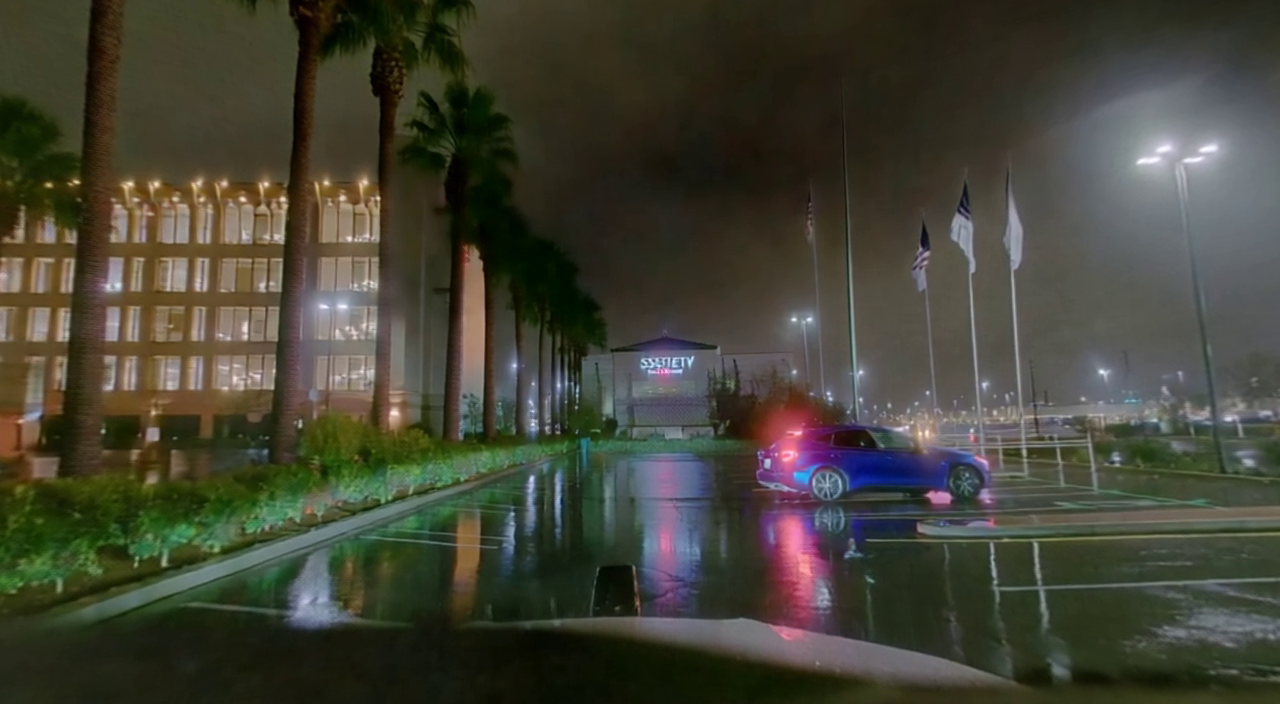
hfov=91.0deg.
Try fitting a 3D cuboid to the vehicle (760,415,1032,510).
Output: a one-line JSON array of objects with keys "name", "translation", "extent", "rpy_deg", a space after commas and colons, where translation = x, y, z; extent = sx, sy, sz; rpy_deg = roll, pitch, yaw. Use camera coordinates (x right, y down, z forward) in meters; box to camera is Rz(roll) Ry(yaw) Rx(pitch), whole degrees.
[{"name": "vehicle", "translation": [4.878, 2.176, 12.566], "extent": [4.567, 1.723, 1.926], "rpy_deg": [0, -8, 0]}]

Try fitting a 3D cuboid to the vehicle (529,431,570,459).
[{"name": "vehicle", "translation": [-6.629, 6.821, 46.323], "extent": [1.943, 1.890, 4.472], "rpy_deg": [-3, -8, 5]}]
